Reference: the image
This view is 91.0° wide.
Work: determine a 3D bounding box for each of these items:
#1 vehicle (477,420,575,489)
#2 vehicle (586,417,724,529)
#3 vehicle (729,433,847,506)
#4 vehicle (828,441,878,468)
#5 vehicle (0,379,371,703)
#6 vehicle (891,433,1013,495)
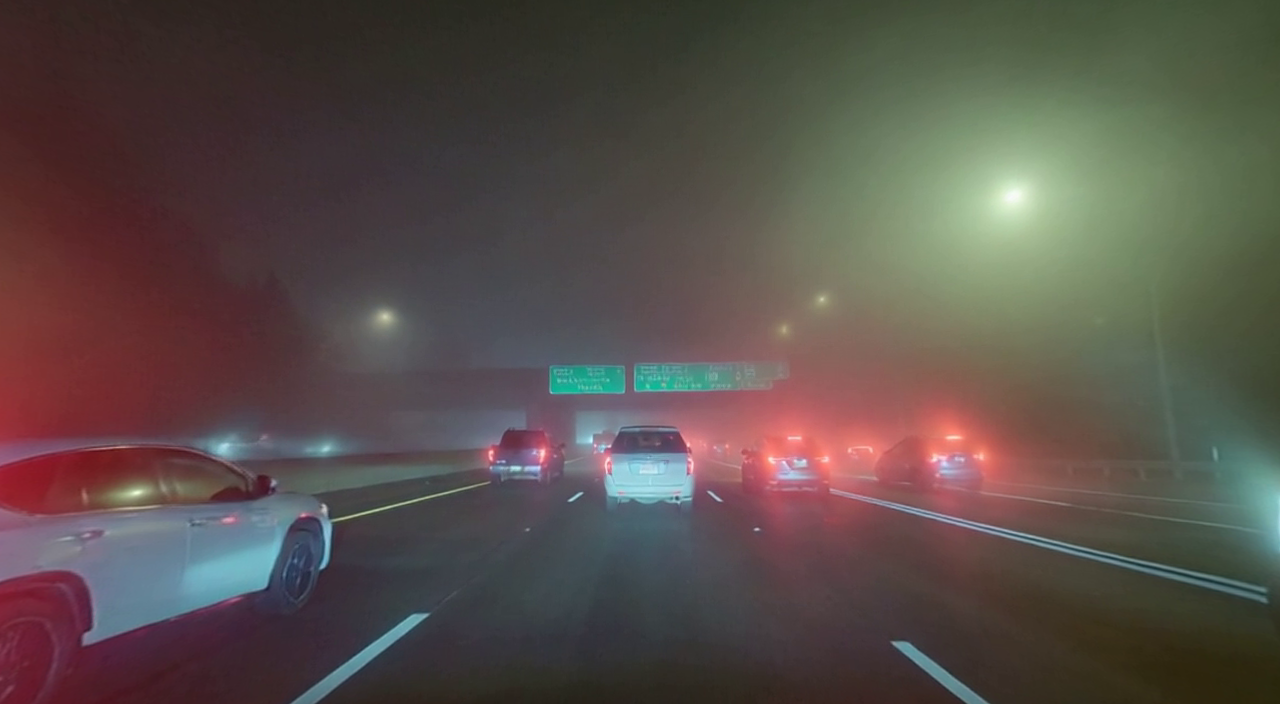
[{"bbox_3d":[-3.876,3.658,22.742,2.212,2.101,6.052,0,-9,2],"label":"vehicle"},{"bbox_3d":[0.270,2.246,12.206,2.181,1.756,4.167,0,-9,1],"label":"vehicle"},{"bbox_3d":[3.720,3.034,16.769,2.022,1.633,4.651,0,-9,0],"label":"vehicle"},{"bbox_3d":[15.140,7.314,44.996,2.085,1.754,4.466,0,-9,1],"label":"vehicle"},{"bbox_3d":[-3.640,1.056,3.613,2.014,1.579,4.761,0,-9,1],"label":"vehicle"},{"bbox_3d":[9.994,3.596,20.587,1.977,1.795,4.208,0,-9,3],"label":"vehicle"}]
